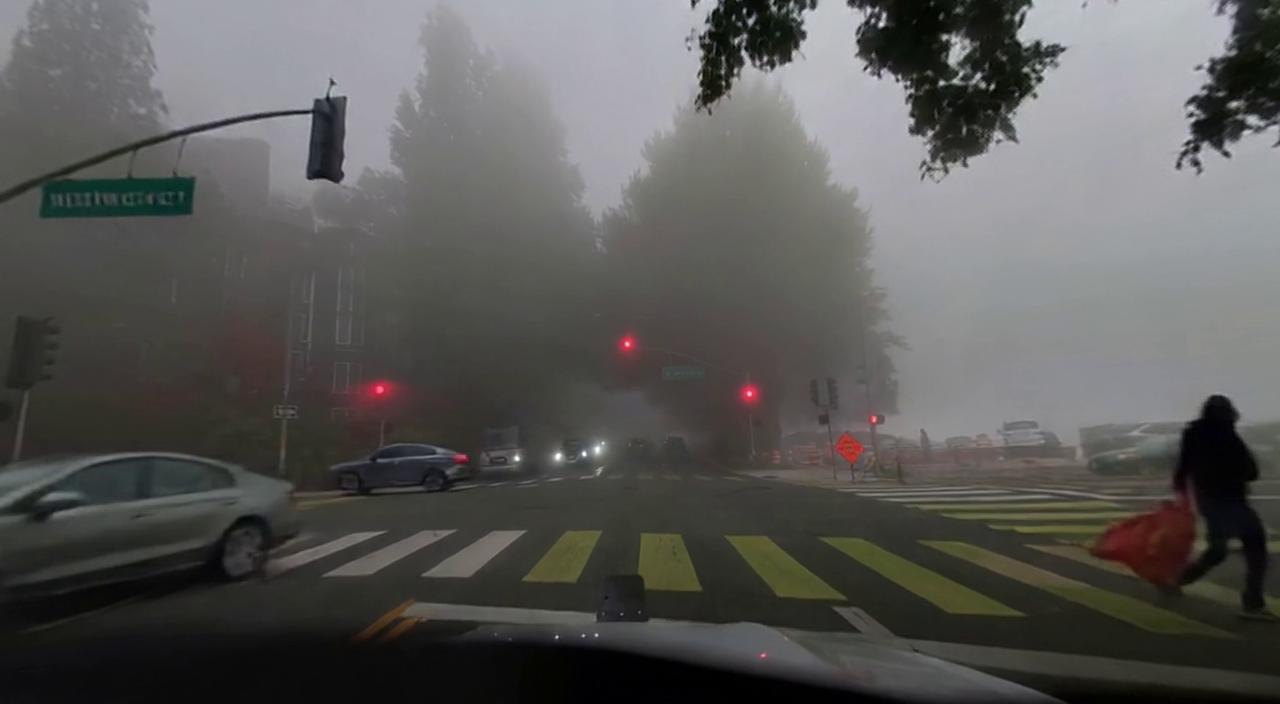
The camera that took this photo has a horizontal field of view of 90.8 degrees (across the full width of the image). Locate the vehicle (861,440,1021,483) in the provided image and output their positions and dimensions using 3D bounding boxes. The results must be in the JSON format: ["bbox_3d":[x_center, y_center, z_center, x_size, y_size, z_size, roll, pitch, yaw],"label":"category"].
[{"bbox_3d":[11.235,4.085,23.828,5.158,1.470,2.012,-4,-10,26],"label":"vehicle"}]

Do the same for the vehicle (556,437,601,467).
[{"bbox_3d":[-3.685,6.106,38.865,2.302,1.708,4.764,0,-9,0],"label":"vehicle"}]

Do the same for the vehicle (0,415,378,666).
[{"bbox_3d":[-4.829,1.450,5.587,1.979,1.630,4.771,-2,-9,16],"label":"vehicle"}]

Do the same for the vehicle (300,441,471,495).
[{"bbox_3d":[-7.850,3.614,19.829,4.497,1.579,1.952,0,-9,-1],"label":"vehicle"}]

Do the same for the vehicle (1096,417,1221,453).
[{"bbox_3d":[33.387,5.397,40.802,5.969,2.225,2.458,0,-9,-3],"label":"vehicle"}]

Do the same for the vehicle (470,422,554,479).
[{"bbox_3d":[-6.378,5.067,32.701,2.896,2.560,7.322,0,-8,-1],"label":"vehicle"}]

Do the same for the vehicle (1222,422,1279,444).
[{"bbox_3d":[46.174,5.989,46.608,4.562,1.603,1.816,0,-8,0],"label":"vehicle"}]
